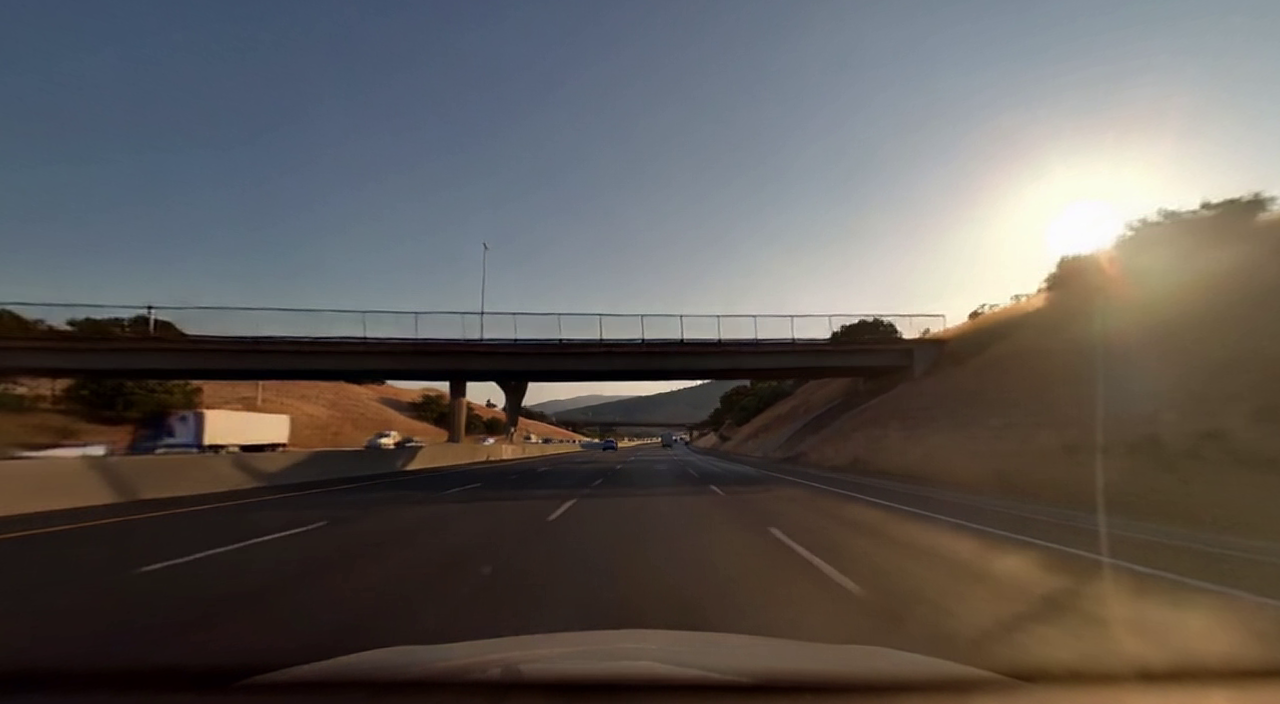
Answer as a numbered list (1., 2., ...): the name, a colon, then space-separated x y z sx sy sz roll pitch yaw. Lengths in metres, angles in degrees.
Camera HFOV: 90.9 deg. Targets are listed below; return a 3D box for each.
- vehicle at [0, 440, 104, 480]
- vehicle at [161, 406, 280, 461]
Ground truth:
1. vehicle: -24.627 4.318 25.467 1.805 1.456 4.597 0 -9 1
2. vehicle: -31.633 6.311 48.153 2.915 3.769 8.545 0 -9 1
